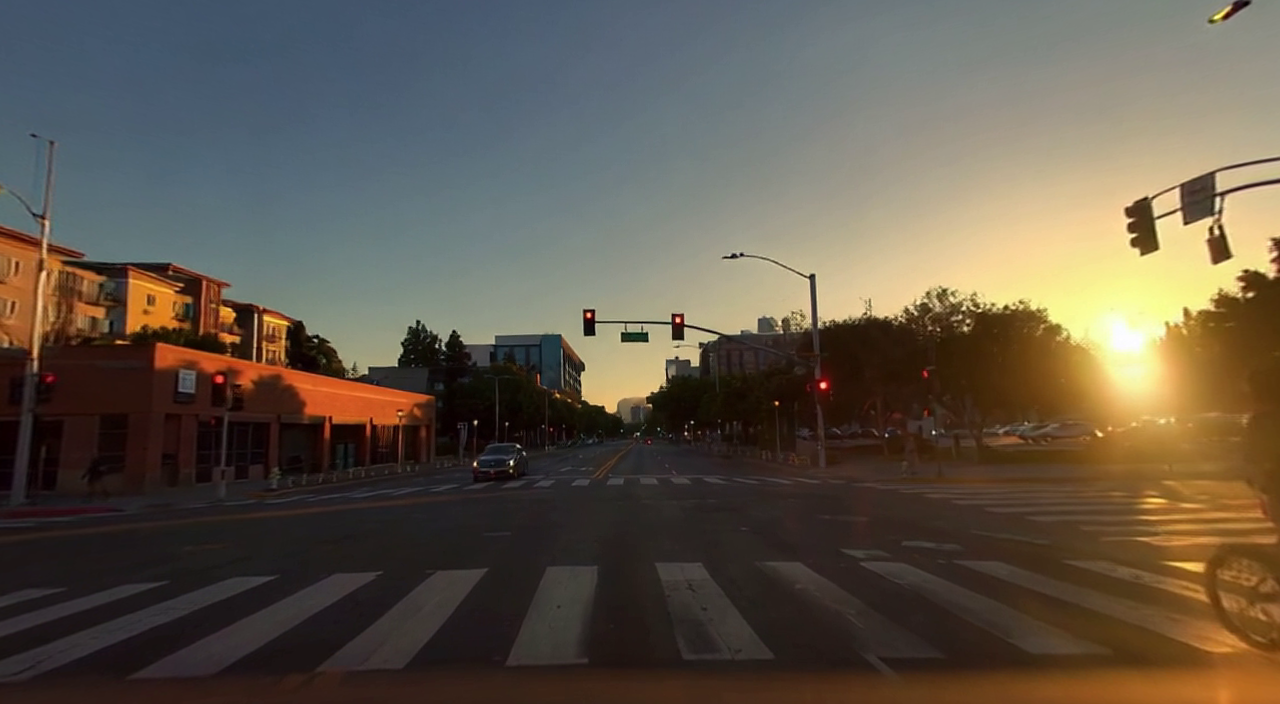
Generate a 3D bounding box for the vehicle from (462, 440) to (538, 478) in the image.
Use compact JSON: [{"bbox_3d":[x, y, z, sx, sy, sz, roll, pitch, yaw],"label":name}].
[{"bbox_3d":[-5.849,4.509,26.934,2.127,1.473,4.428,0,-8,1],"label":"vehicle"}]
